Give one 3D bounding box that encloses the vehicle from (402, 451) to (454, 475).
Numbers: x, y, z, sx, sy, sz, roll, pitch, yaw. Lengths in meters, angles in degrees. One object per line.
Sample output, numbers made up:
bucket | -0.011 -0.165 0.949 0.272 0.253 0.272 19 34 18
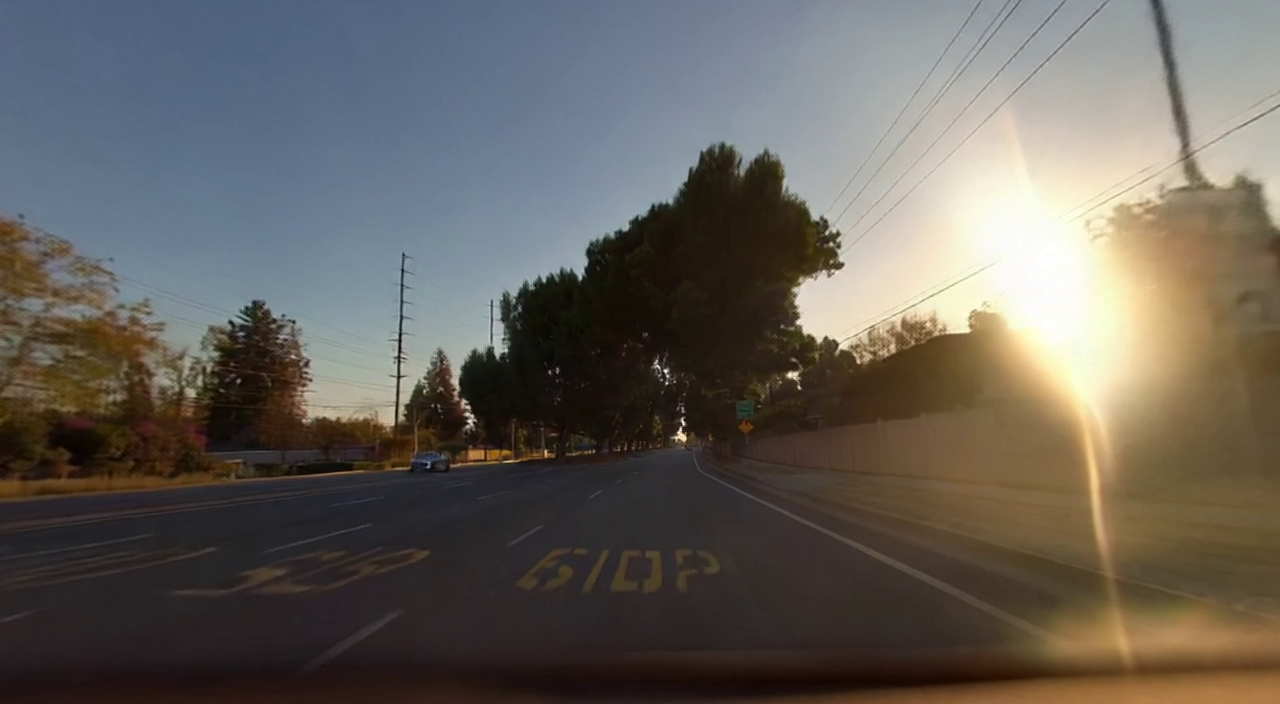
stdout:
vehicle | -14.390 7.519 43.142 1.887 1.478 4.471 0 -8 1
